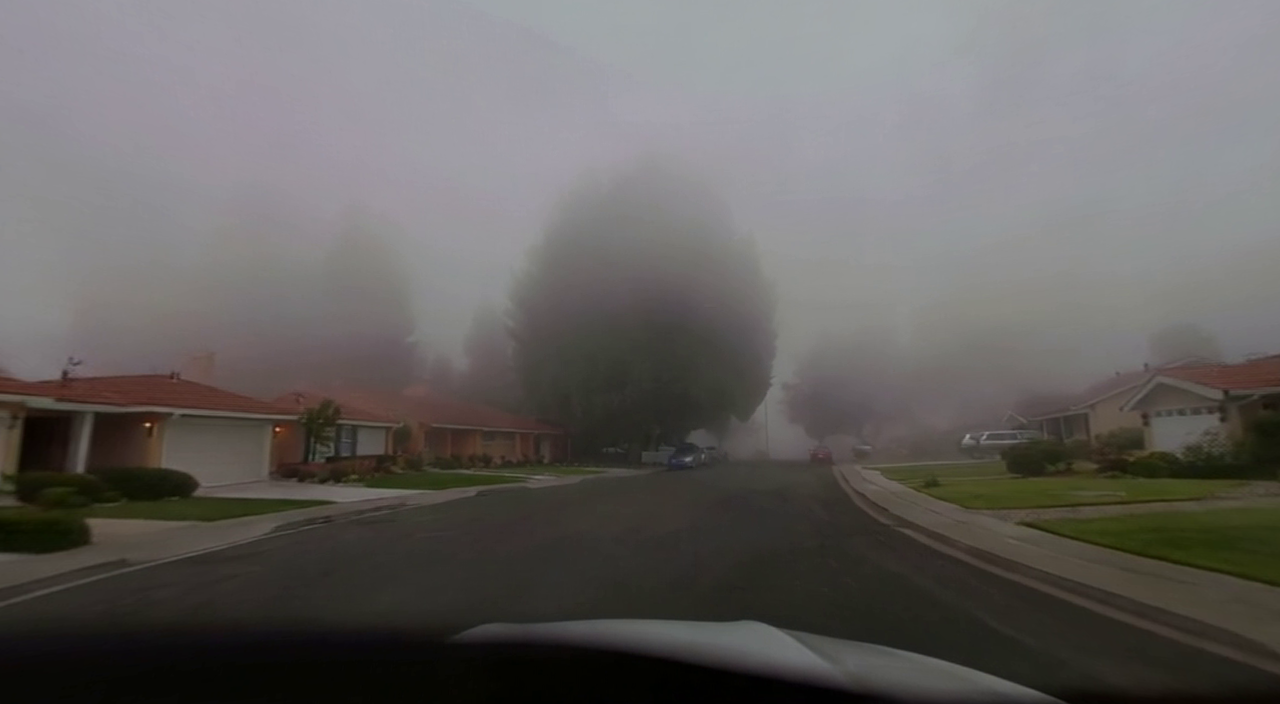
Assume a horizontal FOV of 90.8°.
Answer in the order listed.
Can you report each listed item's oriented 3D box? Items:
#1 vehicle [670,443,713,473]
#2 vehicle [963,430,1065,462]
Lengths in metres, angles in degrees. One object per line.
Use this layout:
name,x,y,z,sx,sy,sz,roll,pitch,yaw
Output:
vehicle,3.697,7.395,44.335,2.215,1.859,4.765,-1,-8,15
vehicle,20.767,5.220,35.203,4.384,1.688,1.956,0,-9,0
